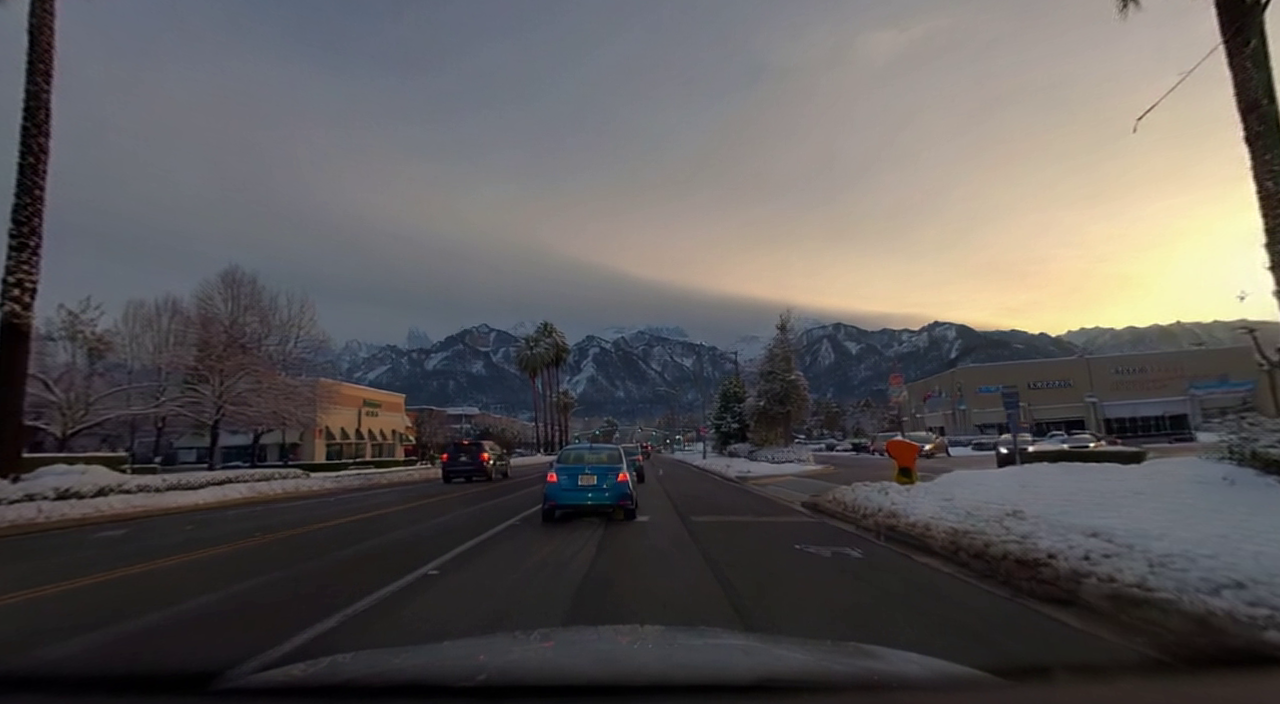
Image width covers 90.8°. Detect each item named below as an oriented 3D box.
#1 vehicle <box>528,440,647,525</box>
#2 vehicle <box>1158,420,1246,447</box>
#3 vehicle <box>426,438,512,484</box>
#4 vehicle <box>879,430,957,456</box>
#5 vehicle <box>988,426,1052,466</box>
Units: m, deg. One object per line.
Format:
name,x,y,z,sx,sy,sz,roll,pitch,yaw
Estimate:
vehicle,-0.996,2.577,13.017,2.067,1.459,3.886,0,-9,-2
vehicle,38.329,5.573,43.141,4.321,1.578,1.958,-2,-8,-7
vehicle,-7.725,4.955,29.174,2.400,1.900,5.325,0,-9,1
vehicle,19.065,6.285,43.529,1.925,1.652,4.490,6,-10,-35
vehicle,16.375,4.037,27.098,1.961,1.526,4.640,-6,-10,34
